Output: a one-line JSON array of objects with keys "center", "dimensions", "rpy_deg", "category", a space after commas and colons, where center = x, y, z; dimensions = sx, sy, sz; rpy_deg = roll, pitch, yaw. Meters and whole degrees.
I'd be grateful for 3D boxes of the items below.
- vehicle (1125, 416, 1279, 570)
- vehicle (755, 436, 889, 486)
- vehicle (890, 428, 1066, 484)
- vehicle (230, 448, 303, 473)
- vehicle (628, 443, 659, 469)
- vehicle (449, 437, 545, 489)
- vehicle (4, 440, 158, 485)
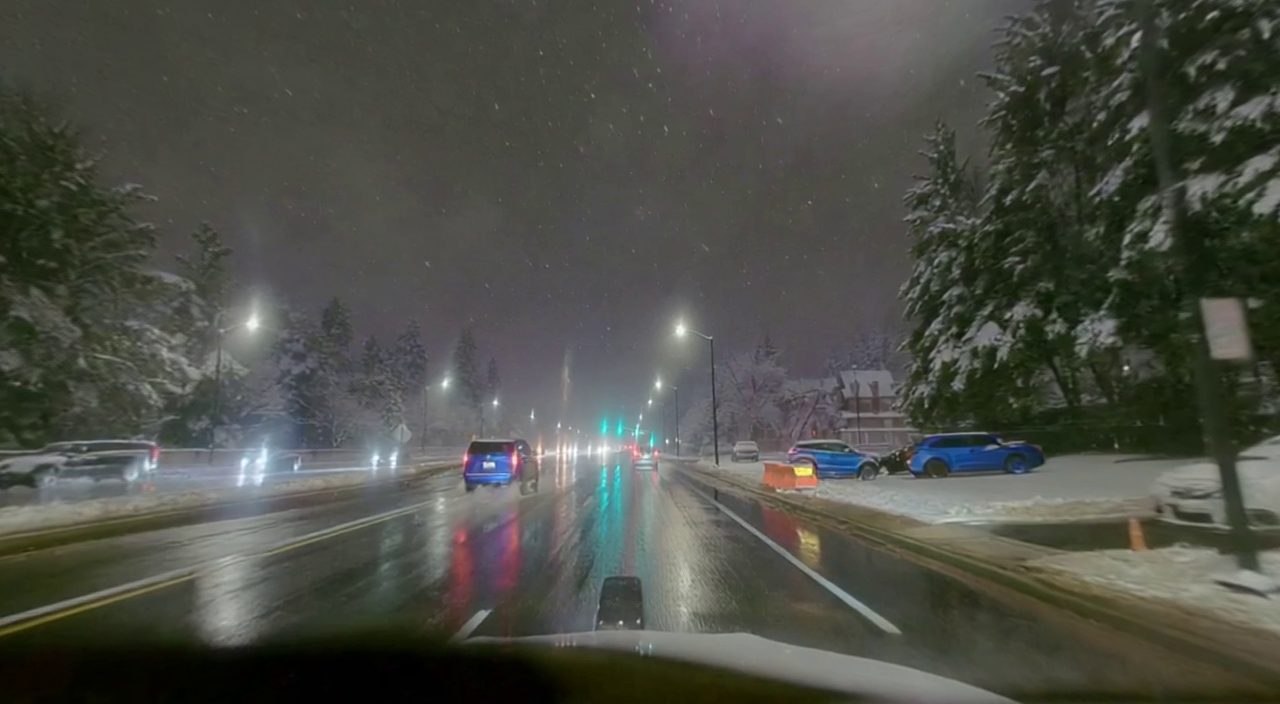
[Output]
[{"center": [8.451, 1.522, 7.028], "dimensions": [4.366, 1.485, 2.026], "rpy_deg": [0, -9, -1], "category": "vehicle"}, {"center": [6.719, 4.056, 23.713], "dimensions": [4.447, 1.754, 2.182], "rpy_deg": [-1, -9, 5], "category": "vehicle"}, {"center": [11.738, 3.645, 22.207], "dimensions": [4.936, 1.813, 2.158], "rpy_deg": [0, -9, 4], "category": "vehicle"}, {"center": [-24.634, 7.146, 41.744], "dimensions": [1.906, 1.525, 4.709], "rpy_deg": [0, -9, 1], "category": "vehicle"}, {"center": [0.222, 7.437, 45.136], "dimensions": [2.135, 1.711, 4.124], "rpy_deg": [0, -9, 0], "category": "vehicle"}, {"center": [-4.950, 3.928, 22.626], "dimensions": [2.198, 1.663, 4.519], "rpy_deg": [0, -9, 3], "category": "vehicle"}, {"center": [-24.886, 4.905, 28.360], "dimensions": [2.068, 1.807, 5.118], "rpy_deg": [0, -9, 2], "category": "vehicle"}]
